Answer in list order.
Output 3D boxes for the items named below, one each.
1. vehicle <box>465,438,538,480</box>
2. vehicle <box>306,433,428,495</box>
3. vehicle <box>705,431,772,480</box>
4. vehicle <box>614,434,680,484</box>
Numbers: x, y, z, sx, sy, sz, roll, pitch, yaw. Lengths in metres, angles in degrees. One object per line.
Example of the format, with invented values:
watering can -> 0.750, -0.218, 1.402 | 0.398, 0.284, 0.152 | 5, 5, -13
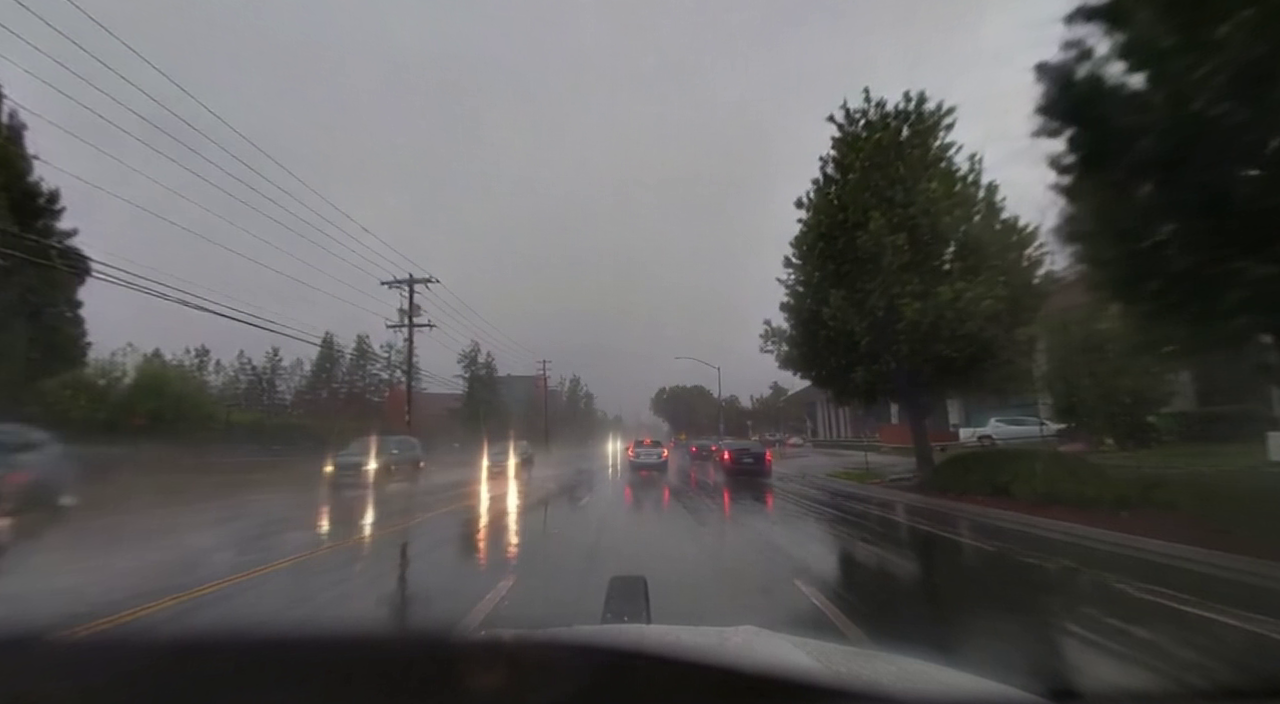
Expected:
vehicle -> -6.041, 4.731, 28.180 | 2.187, 1.711, 4.505 | 0, -8, 1
vehicle -> -9.521, 3.917, 22.454 | 2.109, 1.826, 4.704 | -4, -9, 2
vehicle -> 3.687, 3.960, 24.291 | 1.914, 1.698, 4.049 | 0, -8, 0
vehicle -> 0.263, 3.867, 23.173 | 2.200, 1.653, 4.127 | 0, -8, 1
